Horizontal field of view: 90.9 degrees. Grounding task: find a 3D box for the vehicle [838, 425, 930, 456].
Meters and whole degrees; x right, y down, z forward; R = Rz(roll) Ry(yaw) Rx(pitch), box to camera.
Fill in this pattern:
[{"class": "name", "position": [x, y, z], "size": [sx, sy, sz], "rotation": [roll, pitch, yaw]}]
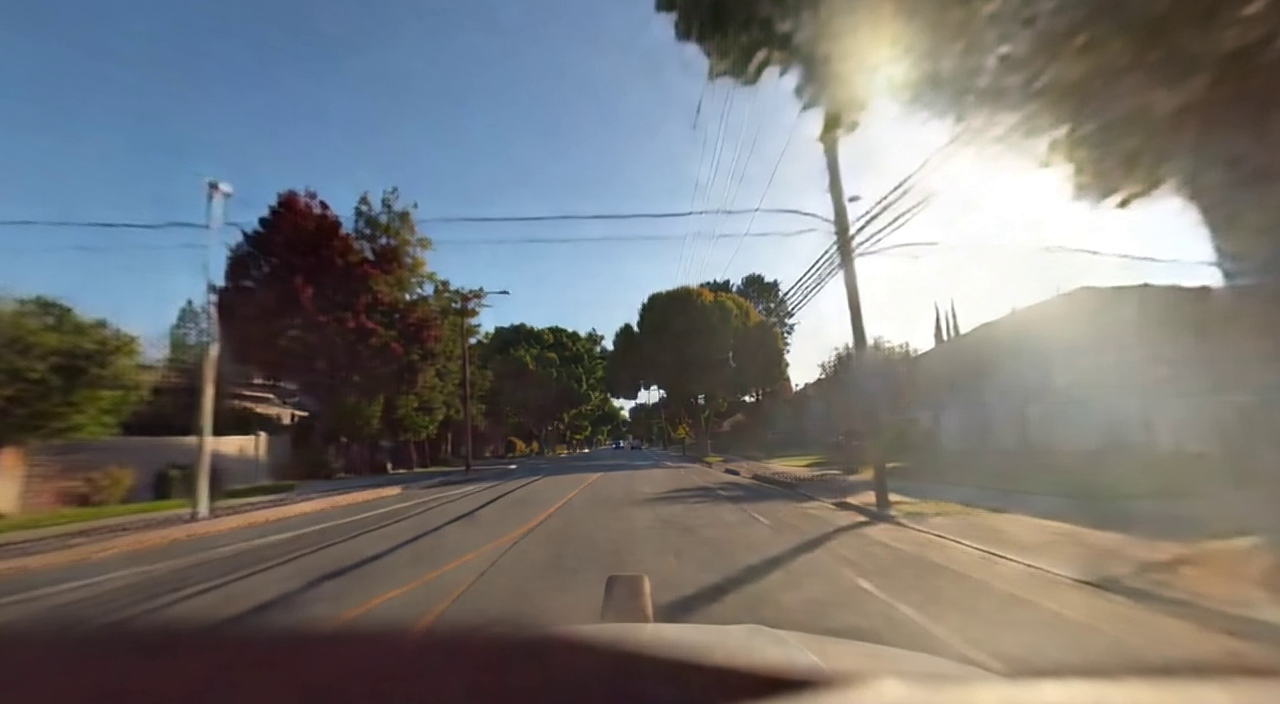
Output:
[{"class": "vehicle", "position": [14.254, 5.187, 36.953], "size": [4.512, 1.701, 2.017], "rotation": [0, -8, -2]}]
